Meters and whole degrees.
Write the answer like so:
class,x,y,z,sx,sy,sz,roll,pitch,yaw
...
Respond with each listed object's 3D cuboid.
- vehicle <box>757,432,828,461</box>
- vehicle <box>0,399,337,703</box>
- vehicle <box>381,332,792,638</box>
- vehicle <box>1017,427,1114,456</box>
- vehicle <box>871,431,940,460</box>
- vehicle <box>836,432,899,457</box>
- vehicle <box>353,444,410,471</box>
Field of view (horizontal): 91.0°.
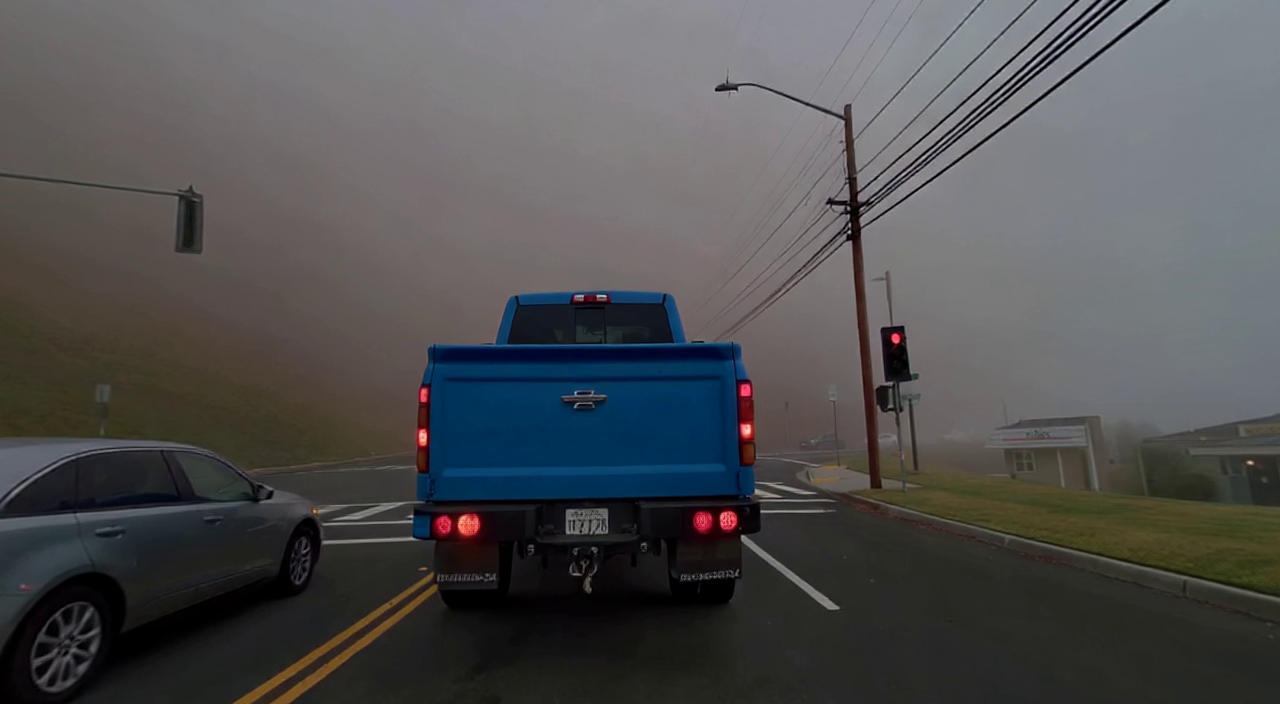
class,x,y,z,sx,sy,sz,roll,pitch,yaw
vehicle,9.946,6.146,40.917,4.806,1.798,2.022,7,-11,-41
vehicle,-3.962,1.188,3.979,2.017,1.555,4.150,-1,-9,0
vehicle,-0.425,1.321,7.207,2.859,2.144,5.406,0,-9,-1
vehicle,25.561,5.386,37.930,4.419,1.496,1.854,-2,-9,1
vehicle,17.341,6.104,40.976,5.021,1.757,2.012,7,-11,-41
vehicle,17.059,6.923,47.171,4.975,1.799,2.117,7,-11,-39
vehicle,-17.124,7.009,41.911,2.133,1.690,4.331,0,-9,-3
